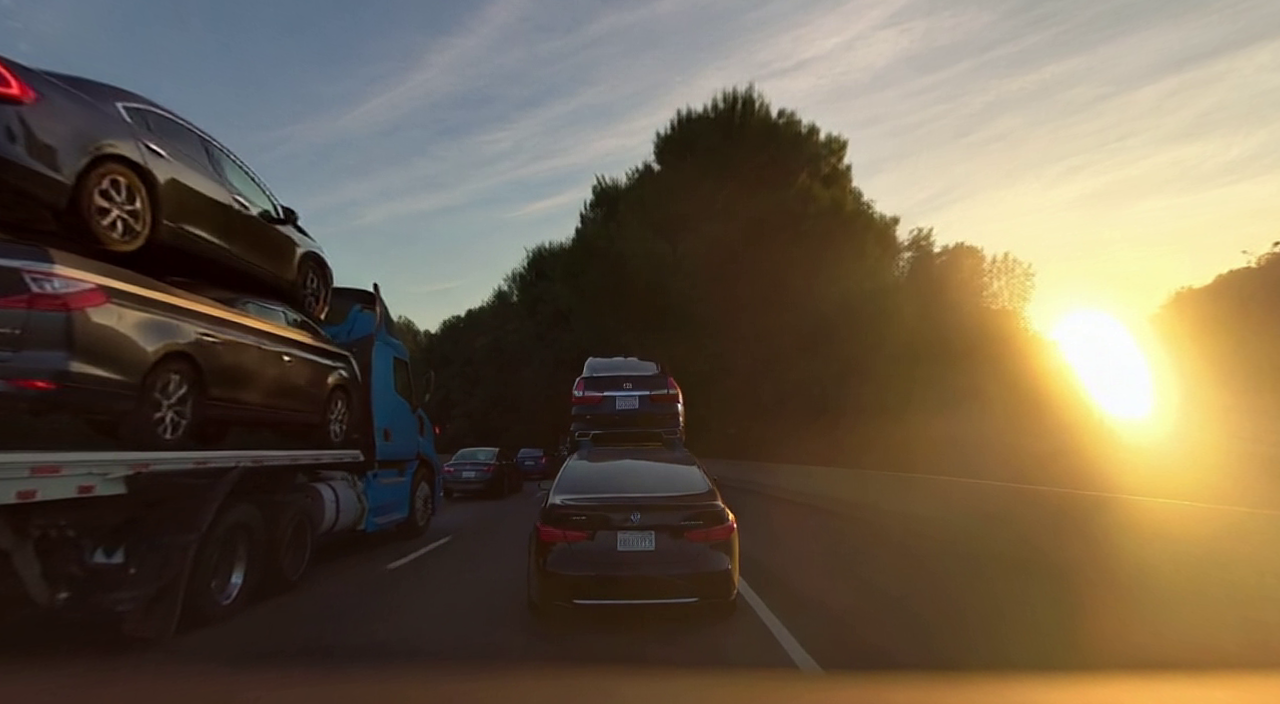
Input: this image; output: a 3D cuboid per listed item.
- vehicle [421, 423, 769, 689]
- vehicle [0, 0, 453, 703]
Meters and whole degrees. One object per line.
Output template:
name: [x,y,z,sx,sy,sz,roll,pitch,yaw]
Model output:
vehicle: [-0.275,1.439,5.404,1.991,1.507,3.391,0,-9,-1]
vehicle: [-4.549,-0.065,3.365,2.836,4.059,14.286,0,-9,0]
